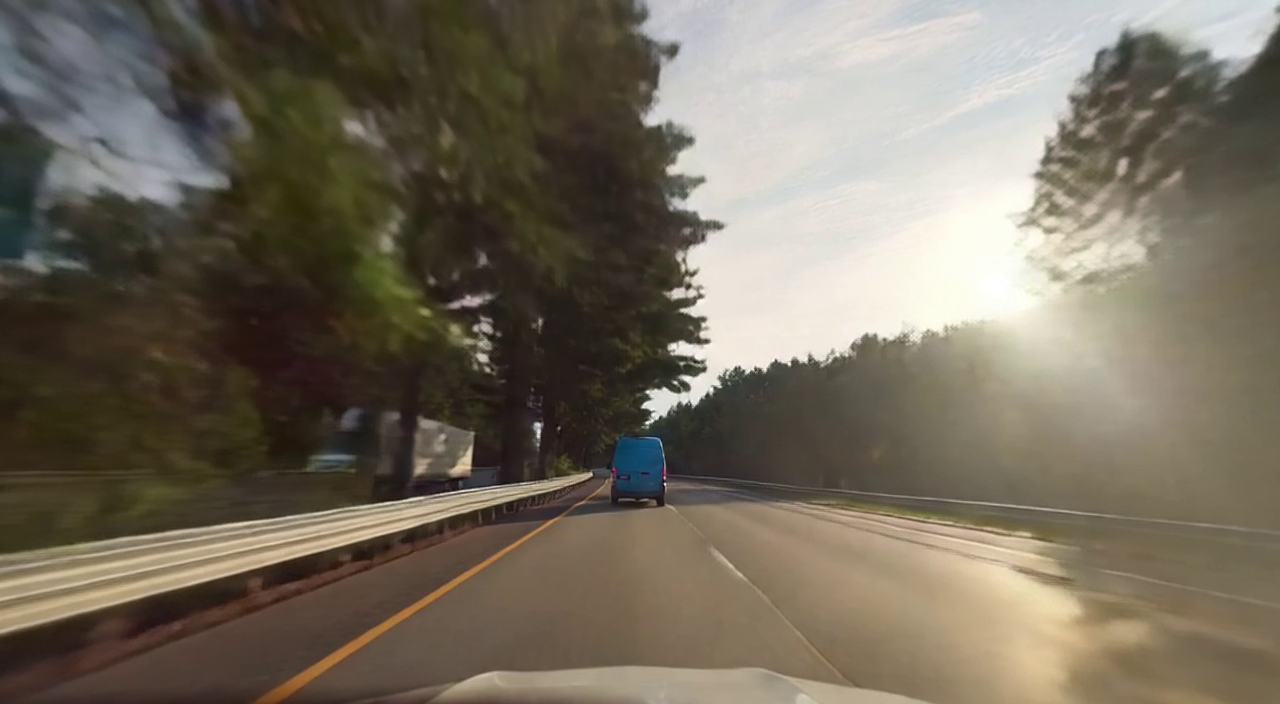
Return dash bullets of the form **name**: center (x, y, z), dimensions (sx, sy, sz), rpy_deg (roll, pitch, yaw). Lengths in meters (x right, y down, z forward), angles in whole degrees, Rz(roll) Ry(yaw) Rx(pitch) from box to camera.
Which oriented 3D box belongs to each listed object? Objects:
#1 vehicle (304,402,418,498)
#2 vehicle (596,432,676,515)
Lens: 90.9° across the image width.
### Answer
- **vehicle**: center (-13.930, 5.020, 32.059), dimensions (3.147, 4.399, 5.202), rpy_deg (1, -10, 0)
- **vehicle**: center (-0.249, 4.194, 21.969), dimensions (2.375, 2.432, 6.161), rpy_deg (1, -10, -2)
